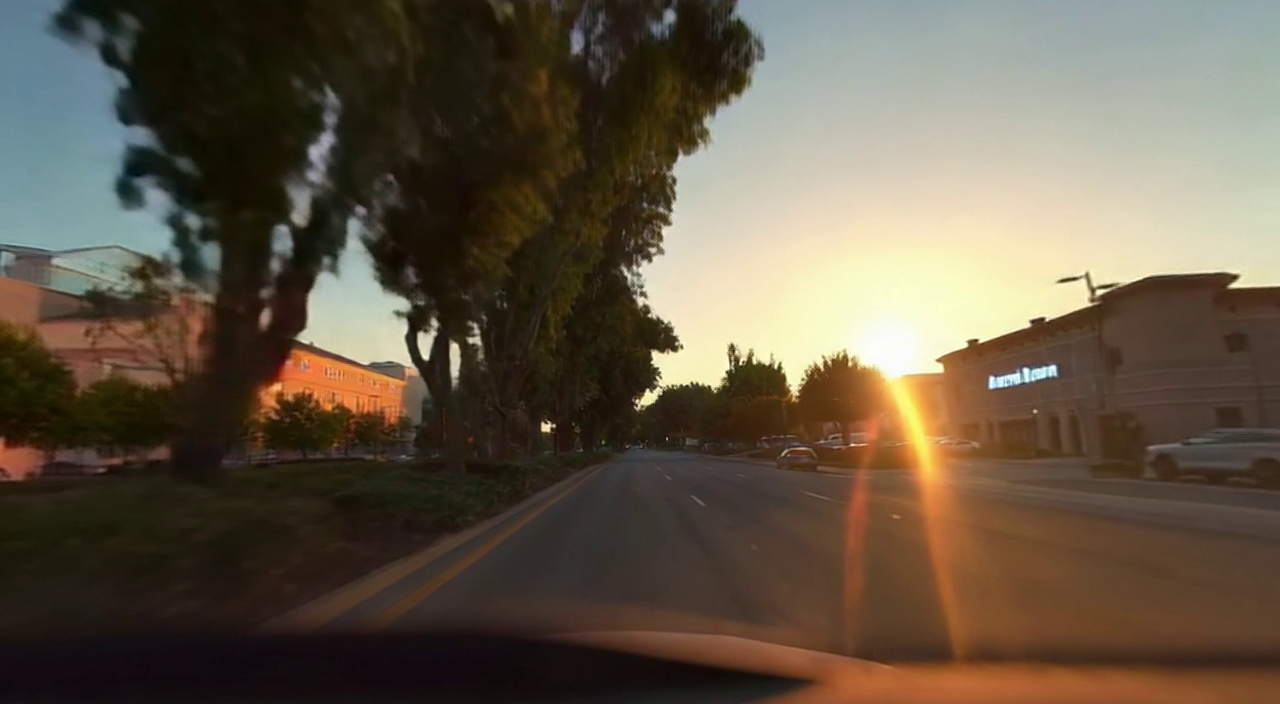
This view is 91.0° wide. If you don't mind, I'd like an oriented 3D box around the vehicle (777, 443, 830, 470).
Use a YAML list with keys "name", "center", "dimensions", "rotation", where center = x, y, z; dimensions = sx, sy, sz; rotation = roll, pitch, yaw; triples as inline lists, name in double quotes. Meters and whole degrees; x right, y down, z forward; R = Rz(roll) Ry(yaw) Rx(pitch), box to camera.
- name: "vehicle"
  center: [10.079, 6.452, 39.130]
  dimensions: [2.013, 1.551, 4.460]
  rotation: [0, -8, -1]

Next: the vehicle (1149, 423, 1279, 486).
- name: "vehicle"
  center: [19.199, 3.090, 19.358]
  dimensions: [2.179, 1.767, 5.837]
  rotation: [-2, -8, 0]

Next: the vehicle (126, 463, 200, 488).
- name: "vehicle"
  center: [-30.646, 7.948, 40.509]
  dimensions: [3.440, 1.394, 1.613]
  rotation: [-1, -7, -1]
